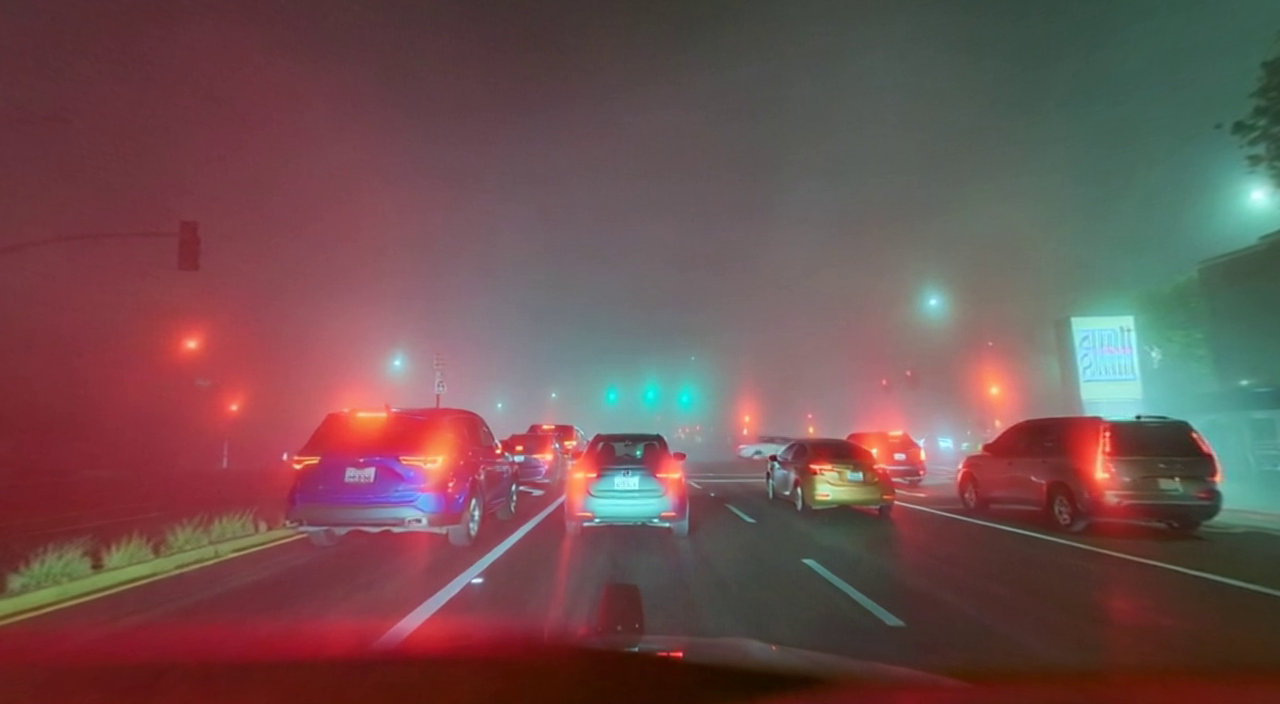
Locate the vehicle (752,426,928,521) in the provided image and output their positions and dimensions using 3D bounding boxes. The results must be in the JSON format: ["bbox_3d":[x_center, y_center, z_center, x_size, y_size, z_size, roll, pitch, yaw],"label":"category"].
[{"bbox_3d":[3.575,2.256,12.282,1.861,1.473,4.393,0,-8,-2],"label":"vehicle"}]

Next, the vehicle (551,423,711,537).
[{"bbox_3d":[-0.153,1.974,10.328,2.097,1.480,4.006,0,-8,-1],"label":"vehicle"}]

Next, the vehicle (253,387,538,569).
[{"bbox_3d":[-2.854,1.618,8.826,2.064,1.825,4.760,0,-8,0],"label":"vehicle"}]

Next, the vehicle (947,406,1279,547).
[{"bbox_3d":[7.247,1.894,10.254,2.068,1.731,4.752,0,-8,-1],"label":"vehicle"}]
